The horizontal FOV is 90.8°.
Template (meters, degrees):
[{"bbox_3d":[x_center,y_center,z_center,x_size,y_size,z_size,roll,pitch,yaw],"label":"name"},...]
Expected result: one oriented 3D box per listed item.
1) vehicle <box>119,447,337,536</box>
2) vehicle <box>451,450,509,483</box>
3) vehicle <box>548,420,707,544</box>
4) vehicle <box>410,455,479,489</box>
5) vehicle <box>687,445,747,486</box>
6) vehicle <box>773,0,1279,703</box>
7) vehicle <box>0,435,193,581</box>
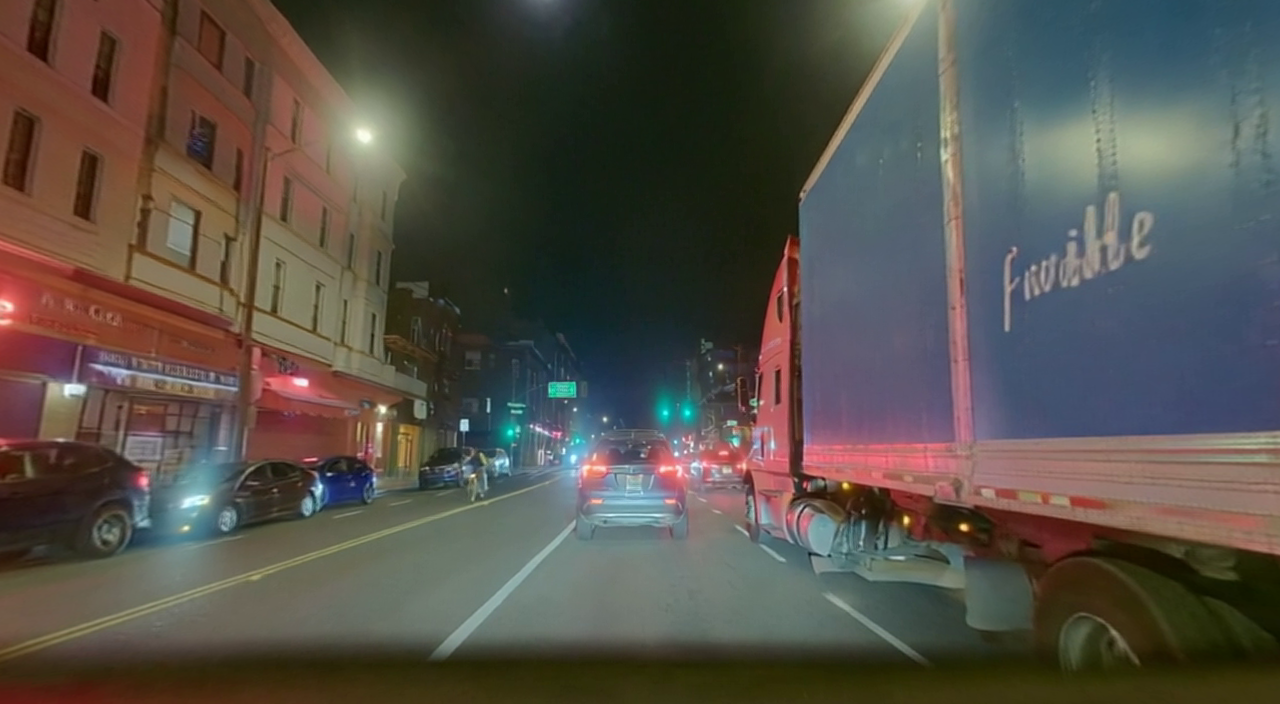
[{"bbox_3d":[-8.842,2.976,14.144,1.896,1.652,4.269,0,-9,1],"label":"vehicle"},{"bbox_3d":[-8.689,6.220,34.696,2.084,1.686,4.422,0,-9,-1],"label":"vehicle"},{"bbox_3d":[-0.192,2.231,11.502,2.283,1.783,4.548,0,-9,0],"label":"vehicle"},{"bbox_3d":[-8.700,5.360,28.523,1.805,1.379,4.359,0,-9,-1],"label":"vehicle"},{"bbox_3d":[3.355,5.046,28.425,2.159,1.696,4.316,0,-9,0],"label":"vehicle"},{"bbox_3d":[2.962,0.015,2.280,2.913,3.771,9.716,0,-9,1],"label":"vehicle"},{"bbox_3d":[-8.796,1.976,8.239,2.065,1.758,5.144,0,-9,1],"label":"vehicle"}]
